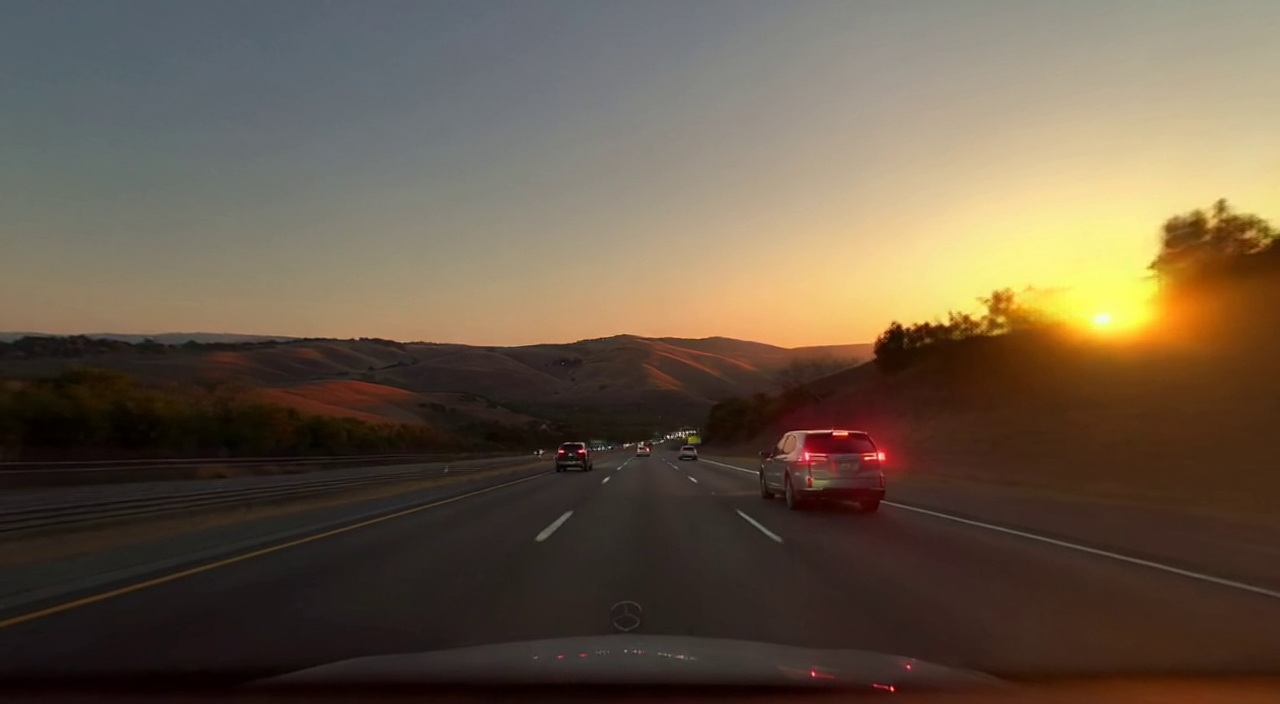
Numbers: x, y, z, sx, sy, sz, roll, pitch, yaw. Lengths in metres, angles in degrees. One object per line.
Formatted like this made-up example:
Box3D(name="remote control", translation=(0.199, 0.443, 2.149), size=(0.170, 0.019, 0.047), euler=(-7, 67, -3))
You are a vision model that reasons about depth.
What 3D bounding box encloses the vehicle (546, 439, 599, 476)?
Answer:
Box3D(name="vehicle", translation=(-3.277, 5.218, 31.413), size=(2.070, 1.707, 4.309), euler=(0, -9, 1))
